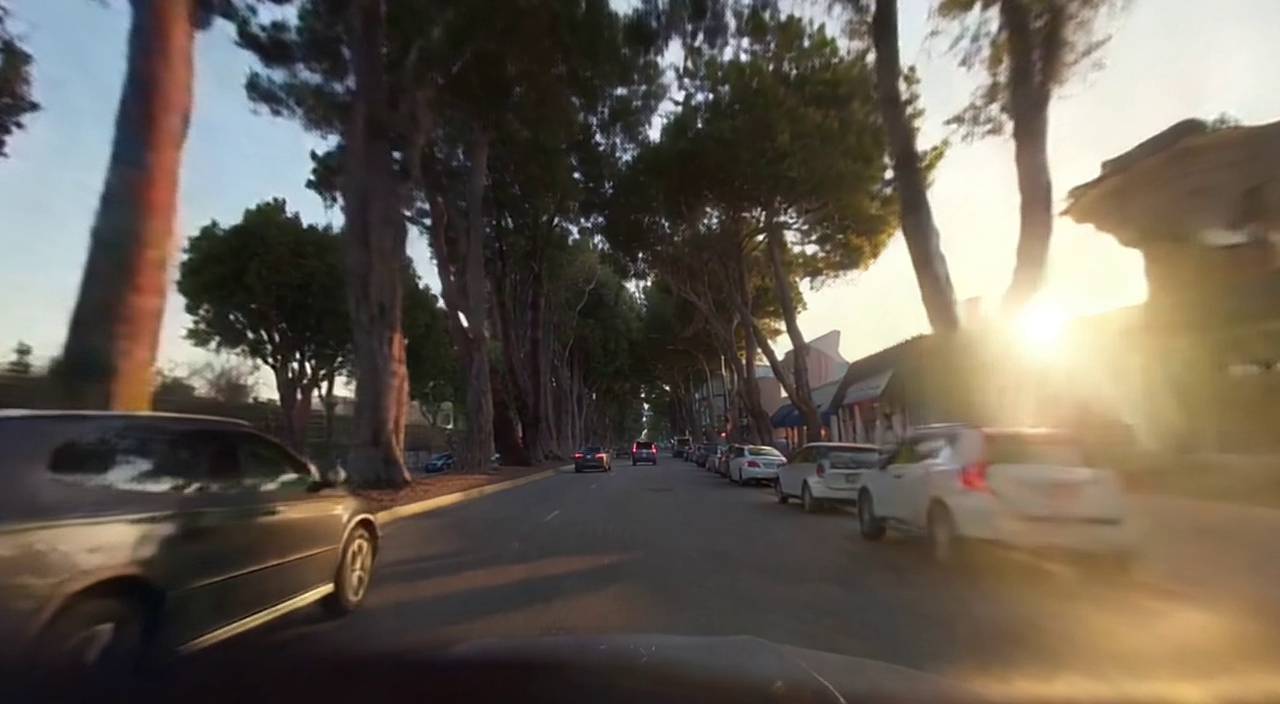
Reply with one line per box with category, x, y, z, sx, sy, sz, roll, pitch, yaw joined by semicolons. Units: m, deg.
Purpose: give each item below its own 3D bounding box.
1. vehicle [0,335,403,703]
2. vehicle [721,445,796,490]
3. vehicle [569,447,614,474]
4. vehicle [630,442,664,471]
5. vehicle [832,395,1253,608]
vehicle;-3.294;0.970;3.276;2.186;1.708;4.746;0;-9;1
vehicle;4.336;4.290;23.752;1.887;1.517;4.257;0;-9;-1
vehicle;-2.762;6.337;37.067;2.151;1.484;4.468;0;-9;1
vehicle;0.451;6.800;41.137;2.075;1.770;4.018;0;-9;0
vehicle;4.207;1.654;7.921;2.068;1.809;4.889;0;-9;1
